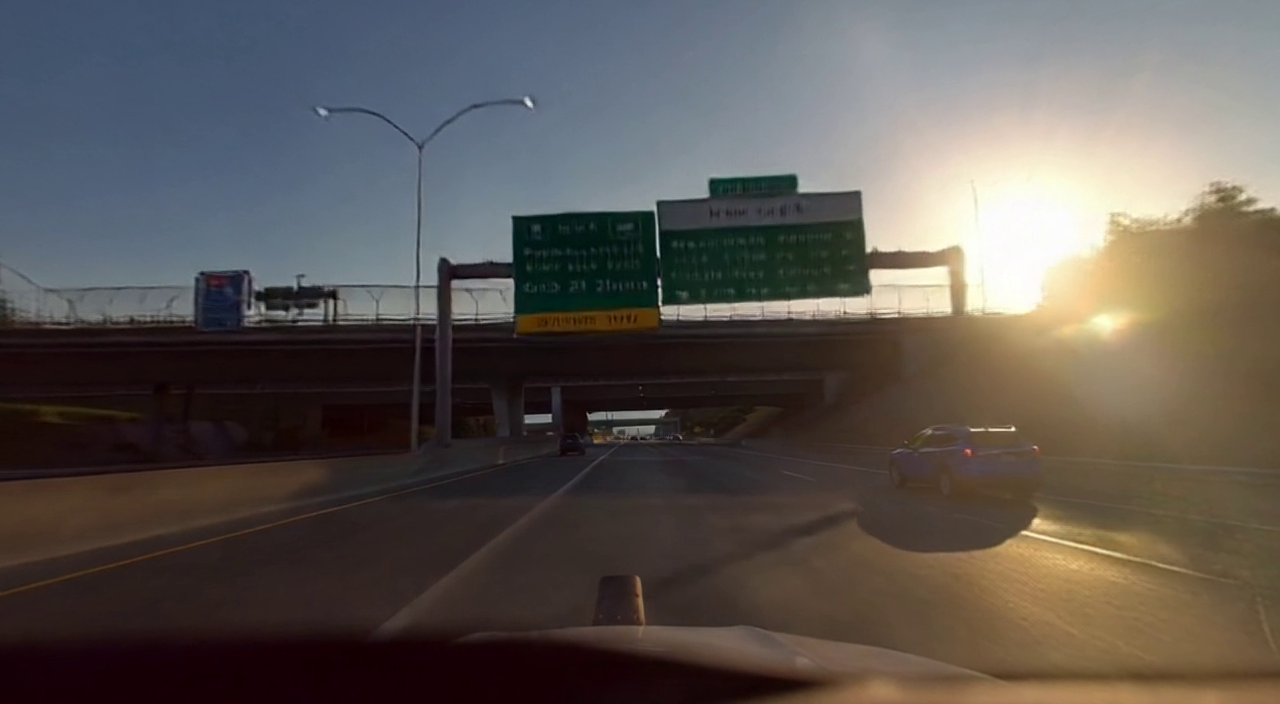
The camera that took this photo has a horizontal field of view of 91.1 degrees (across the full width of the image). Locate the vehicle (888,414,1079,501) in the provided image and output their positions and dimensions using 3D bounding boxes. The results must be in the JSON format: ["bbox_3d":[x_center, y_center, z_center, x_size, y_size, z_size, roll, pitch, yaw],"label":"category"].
[{"bbox_3d":[7.334,2.279,13.986,1.956,1.634,3.935,0,-8,-1],"label":"vehicle"}]

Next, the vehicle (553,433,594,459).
[{"bbox_3d":[-3.919,5.573,37.575,2.032,1.465,4.316,0,-8,-1],"label":"vehicle"}]
